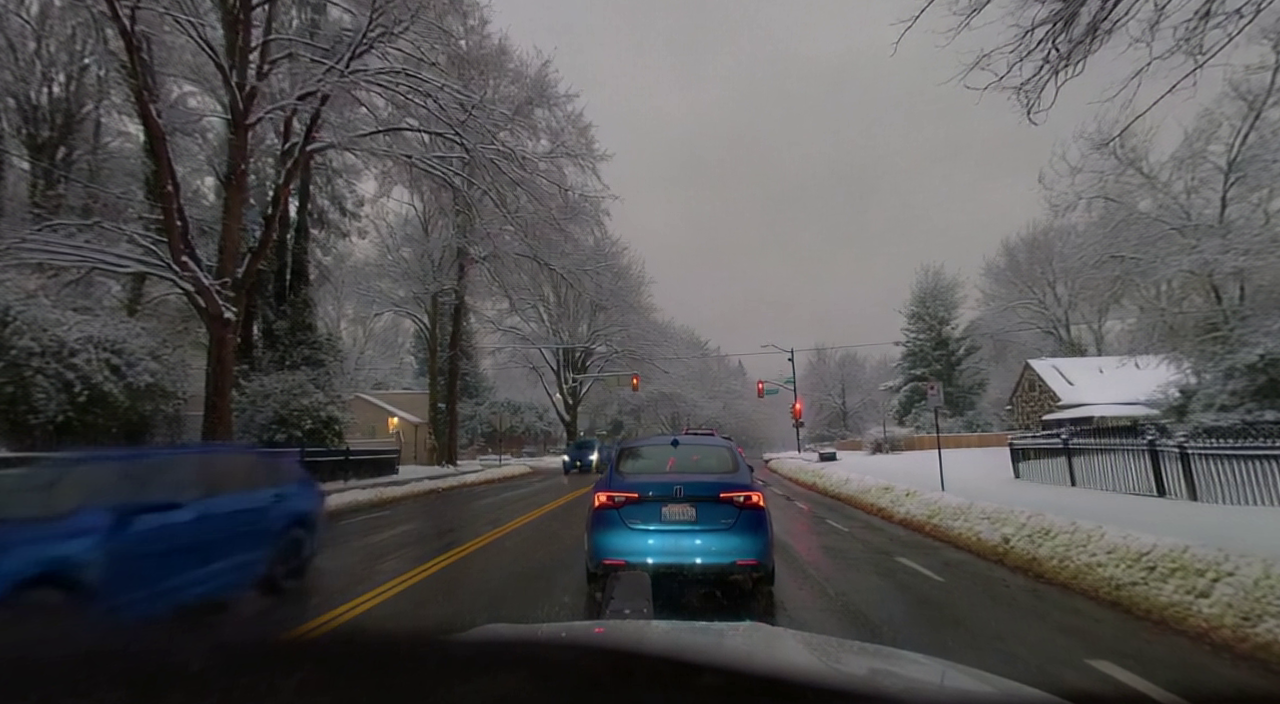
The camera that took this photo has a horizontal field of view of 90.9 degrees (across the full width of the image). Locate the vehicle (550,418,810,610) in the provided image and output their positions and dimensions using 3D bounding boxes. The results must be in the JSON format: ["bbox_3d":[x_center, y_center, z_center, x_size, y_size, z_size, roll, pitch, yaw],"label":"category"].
[{"bbox_3d":[0.354,1.589,7.090,2.070,1.516,3.936,0,-8,1],"label":"vehicle"}]

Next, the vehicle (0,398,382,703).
[{"bbox_3d":[-4.197,1.422,5.215,2.160,1.507,4.470,-6,-9,1],"label":"vehicle"}]
